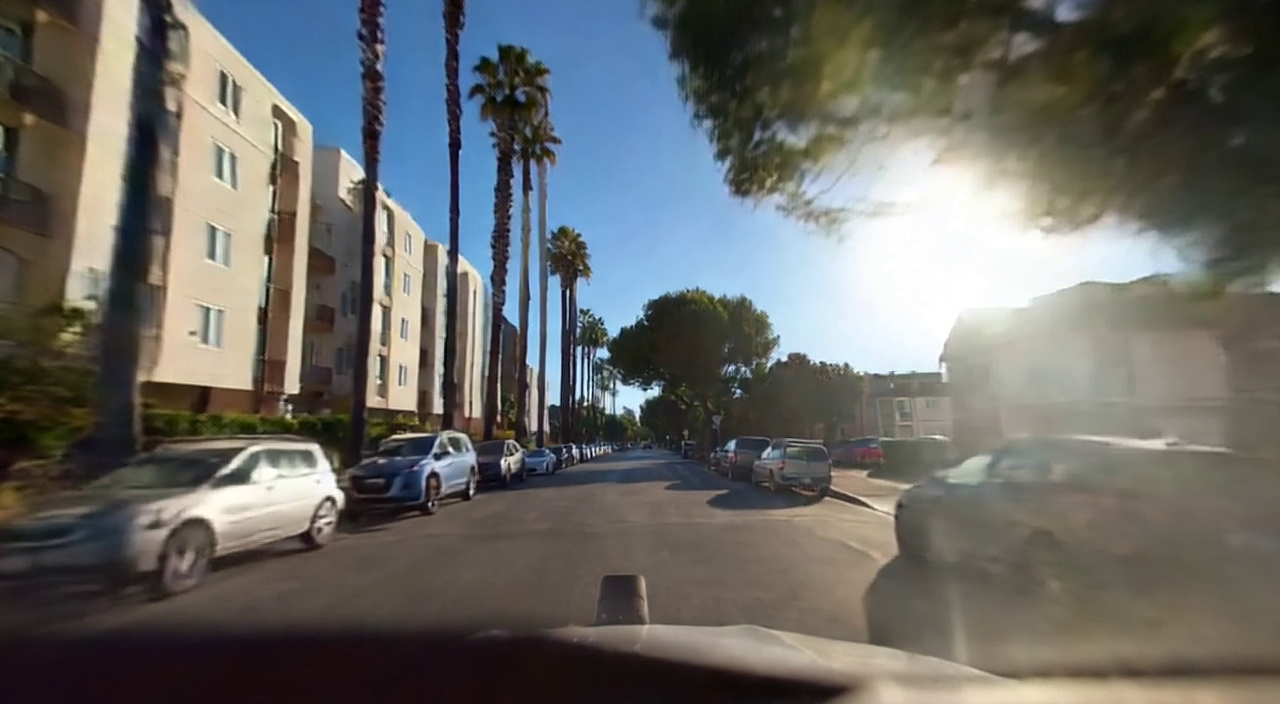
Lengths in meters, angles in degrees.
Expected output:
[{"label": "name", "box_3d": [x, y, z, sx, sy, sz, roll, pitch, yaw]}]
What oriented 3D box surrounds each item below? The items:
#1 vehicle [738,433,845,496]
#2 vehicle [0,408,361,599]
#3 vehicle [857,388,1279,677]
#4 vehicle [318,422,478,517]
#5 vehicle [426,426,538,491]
[{"label": "vehicle", "box_3d": [4.595, 3.510, 20.062, 2.220, 1.738, 4.800, 0, -8, 1]}, {"label": "vehicle", "box_3d": [-5.685, 1.792, 8.425, 1.947, 1.806, 4.413, 1, -8, -1]}, {"label": "vehicle", "box_3d": [4.242, 1.490, 6.508, 2.201, 1.787, 5.007, 0, -8, 0]}, {"label": "vehicle", "box_3d": [-5.507, 2.706, 15.166, 2.087, 1.896, 4.554, 0, -8, -1]}, {"label": "vehicle", "box_3d": [-5.393, 3.770, 22.679, 2.227, 1.967, 6.220, 0, -9, 2]}]
